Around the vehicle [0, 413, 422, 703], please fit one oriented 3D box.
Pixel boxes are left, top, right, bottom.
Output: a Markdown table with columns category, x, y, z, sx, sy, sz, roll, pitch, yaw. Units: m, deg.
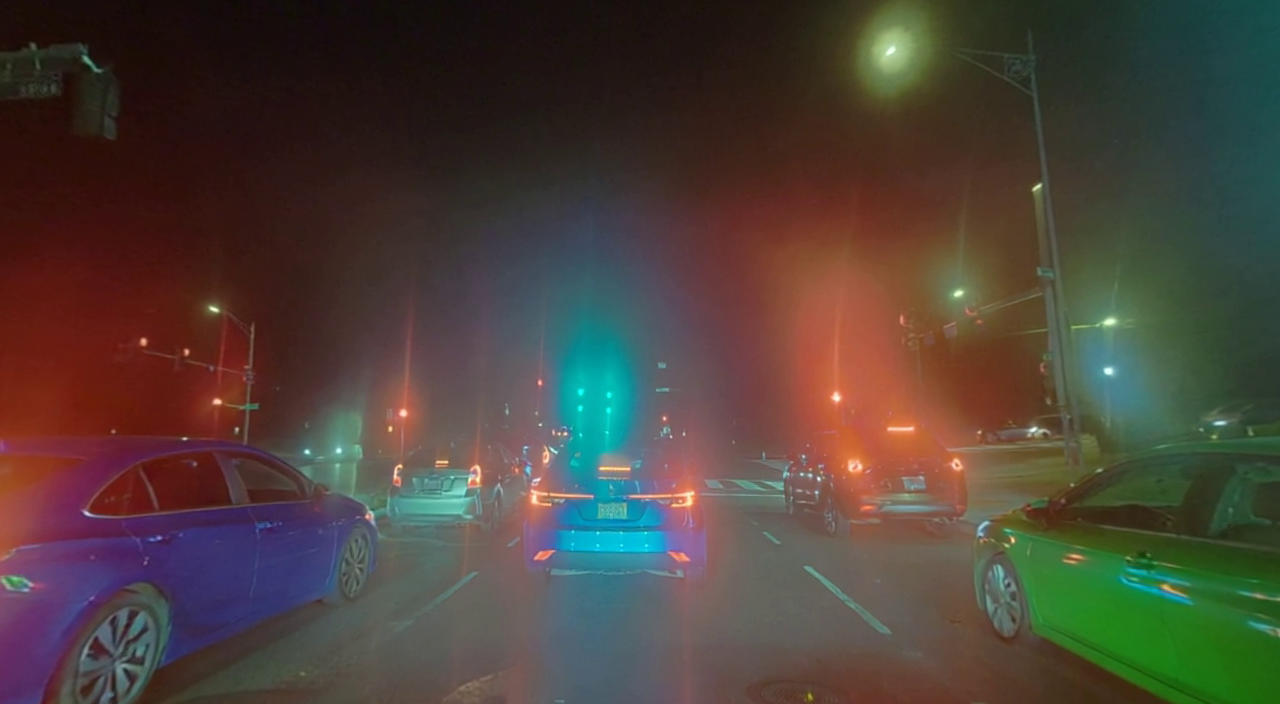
| category | x | y | z | sx | sy | sz | roll | pitch | yaw |
| --- | --- | --- | --- | --- | --- | --- | --- | --- | --- |
| vehicle | -3.414 | 1.298 | 4.718 | 1.980 | 1.454 | 4.226 | 0 | -8 | 1 |

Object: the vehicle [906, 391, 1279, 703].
| category | x | y | z | sx | sy | sz | roll | pitch | yaw |
| --- | --- | --- | --- | --- | --- | --- | --- | --- | --- |
| vehicle | 3.400 | 1.068 | 3.490 | 1.981 | 1.499 | 4.536 | -1 | -8 | 2 |

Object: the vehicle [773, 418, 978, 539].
| category | x | y | z | sx | sy | sz | roll | pitch | yaw |
| --- | --- | --- | --- | --- | --- | --- | --- | --- | --- |
| vehicle | 3.764 | 2.101 | 11.025 | 2.007 | 1.683 | 4.171 | 0 | -8 | 1 |

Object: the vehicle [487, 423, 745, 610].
| category | x | y | z | sx | sy | sz | roll | pitch | yaw |
| --- | --- | --- | --- | --- | --- | --- | --- | --- | --- |
| vehicle | -0.181 | 1.620 | 7.121 | 2.059 | 1.477 | 3.988 | 0 | -8 | 0 |
